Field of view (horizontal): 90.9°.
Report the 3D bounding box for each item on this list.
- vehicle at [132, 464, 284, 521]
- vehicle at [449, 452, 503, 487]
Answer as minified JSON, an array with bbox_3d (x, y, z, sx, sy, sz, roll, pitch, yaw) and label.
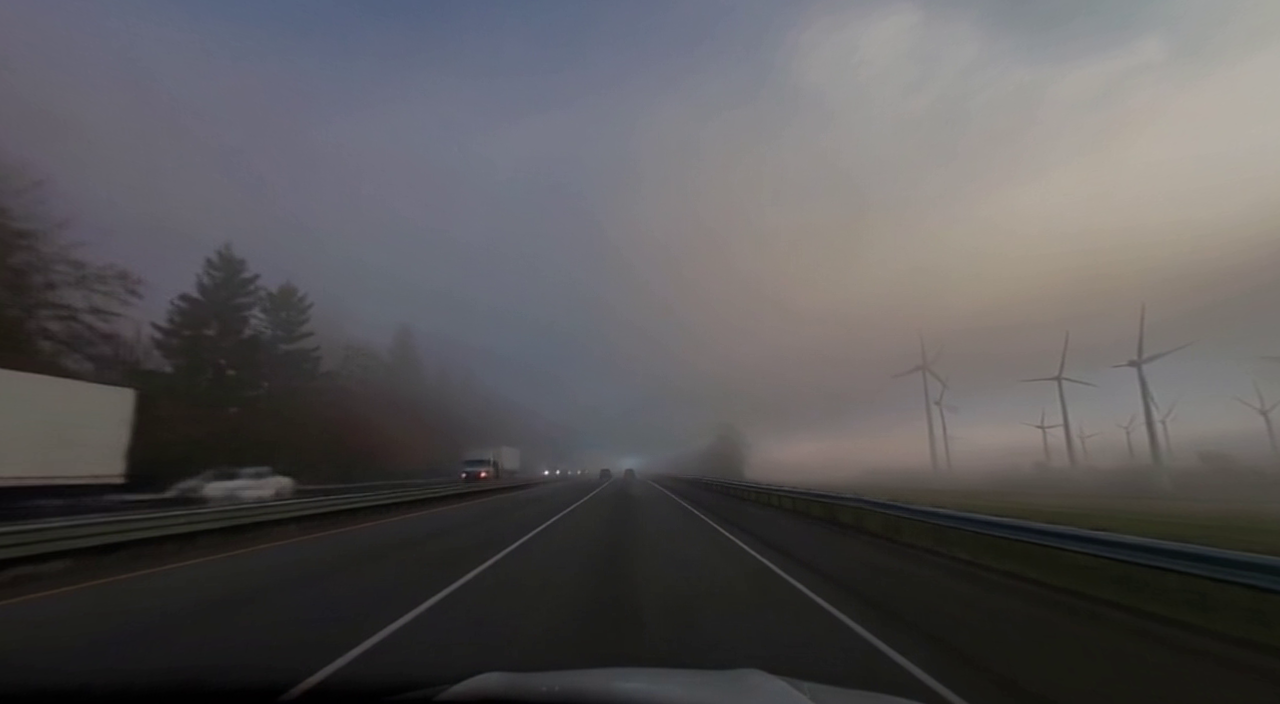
[{"bbox_3d":[-12.479,4.069,18.566,1.700,1.451,4.000,1,-10,-2],"label":"vehicle"},{"bbox_3d":[-12.033,8.696,46.748,2.421,2.406,5.665,1,-10,0],"label":"vehicle"}]
